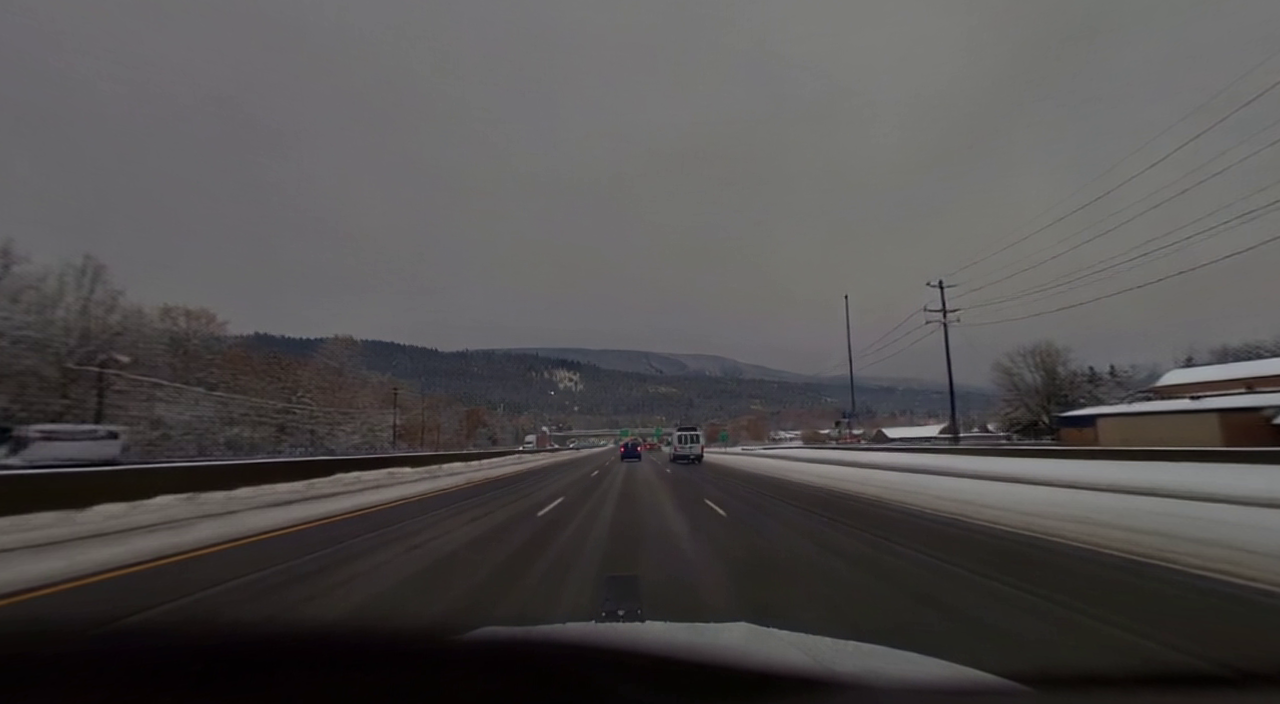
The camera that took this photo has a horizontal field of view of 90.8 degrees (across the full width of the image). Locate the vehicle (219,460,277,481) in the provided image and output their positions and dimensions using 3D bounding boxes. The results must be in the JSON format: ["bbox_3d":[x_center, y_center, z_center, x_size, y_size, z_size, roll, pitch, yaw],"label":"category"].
[{"bbox_3d":[-28.962,8.726,46.842,1.823,1.421,4.037,1,-9,-2],"label":"vehicle"}]

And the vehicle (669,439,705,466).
[{"bbox_3d":[3.233,7.026,44.294,2.036,1.796,4.470,0,-9,-2],"label":"vehicle"}]

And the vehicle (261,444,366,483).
[{"bbox_3d":[-13.899,4.753,27.279,2.147,1.528,4.437,0,-9,0],"label":"vehicle"}]

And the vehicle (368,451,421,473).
[{"bbox_3d":[-17.514,7.849,45.310,1.903,1.482,4.623,0,-9,0],"label":"vehicle"}]

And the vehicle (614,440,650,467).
[{"bbox_3d":[-0.550,6.788,42.362,2.325,1.712,4.592,0,-9,-1],"label":"vehicle"}]

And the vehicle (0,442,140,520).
[{"bbox_3d":[-21.626,4.372,21.807,2.812,2.426,7.221,0,-9,0],"label":"vehicle"}]
